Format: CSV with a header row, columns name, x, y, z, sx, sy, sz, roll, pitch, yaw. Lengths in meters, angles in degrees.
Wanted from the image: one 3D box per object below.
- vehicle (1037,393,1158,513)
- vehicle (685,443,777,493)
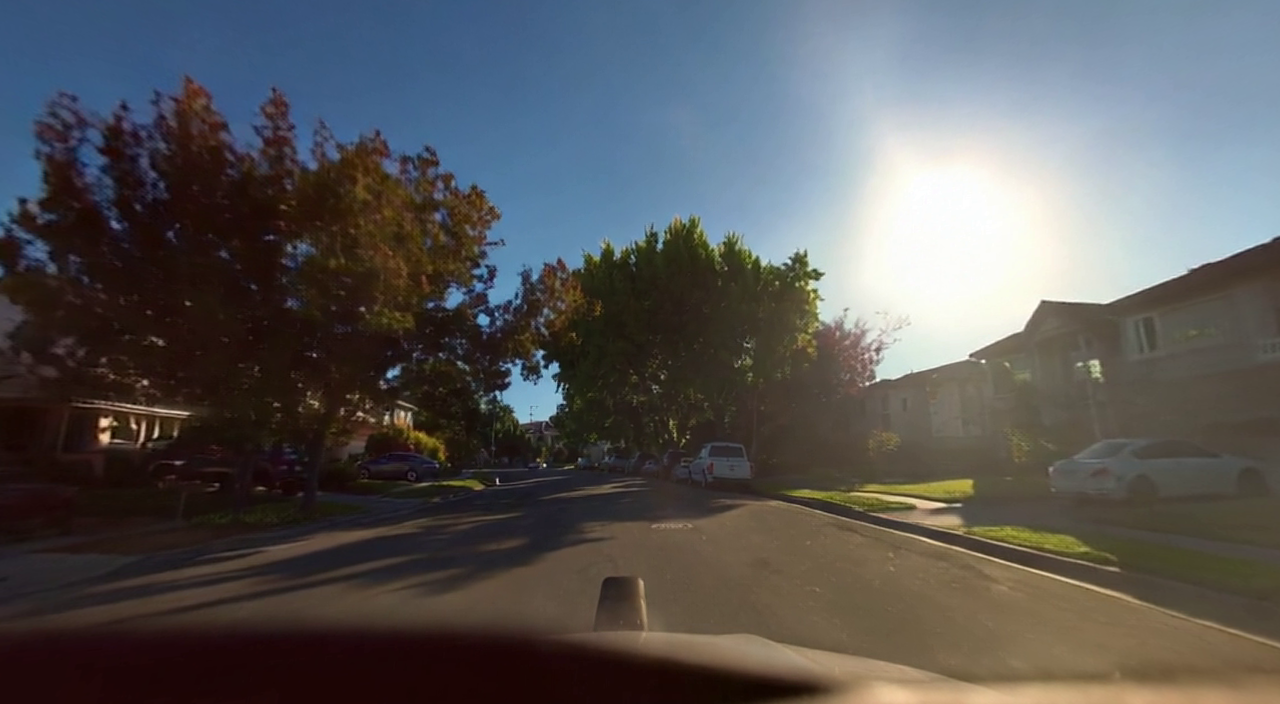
name,x,y,z,sx,sy,sz,roll,pitch,yaw
vehicle,9.864,2.157,13.663,1.820,2.366,1.453,-7,-11,37
vehicle,3.854,5.112,28.180,2.715,1.900,6.163,2,-9,-5
